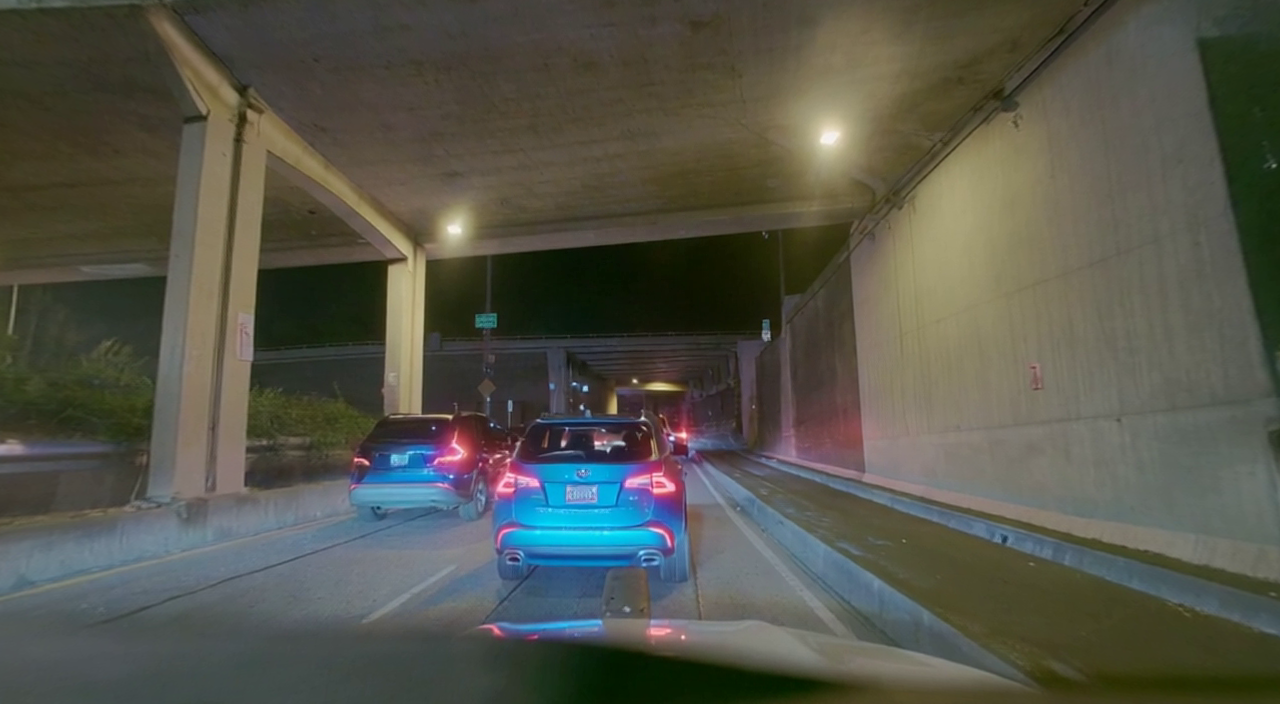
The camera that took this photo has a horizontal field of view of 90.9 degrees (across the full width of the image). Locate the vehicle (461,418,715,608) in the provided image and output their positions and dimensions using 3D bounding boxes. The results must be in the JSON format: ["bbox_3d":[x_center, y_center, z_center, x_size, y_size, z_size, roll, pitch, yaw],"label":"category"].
[{"bbox_3d":[-0.301,1.579,7.106,2.020,1.478,4.092,-1,-8,4],"label":"vehicle"}]

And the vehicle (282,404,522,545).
[{"bbox_3d":[-3.451,1.895,10.343,2.017,1.761,4.572,0,-8,2],"label":"vehicle"}]
